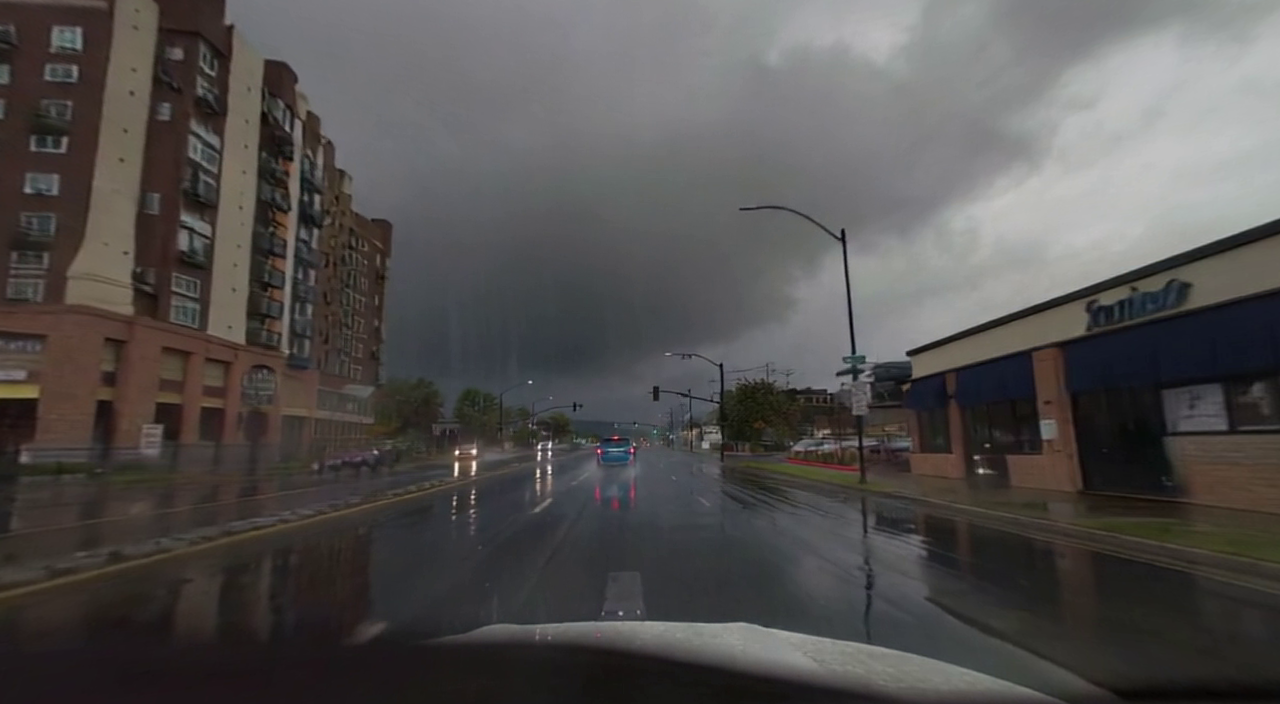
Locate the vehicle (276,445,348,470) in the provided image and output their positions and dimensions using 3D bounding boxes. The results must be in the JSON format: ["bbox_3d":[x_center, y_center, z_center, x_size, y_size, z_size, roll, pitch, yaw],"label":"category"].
[{"bbox_3d":[-25.432,8.184,48.872,4.513,1.705,1.891,-3,-8,1],"label":"vehicle"}]

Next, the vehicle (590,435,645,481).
[{"bbox_3d":[-0.879,4.319,25.866,2.080,1.722,3.766,0,-8,-1],"label":"vehicle"}]
